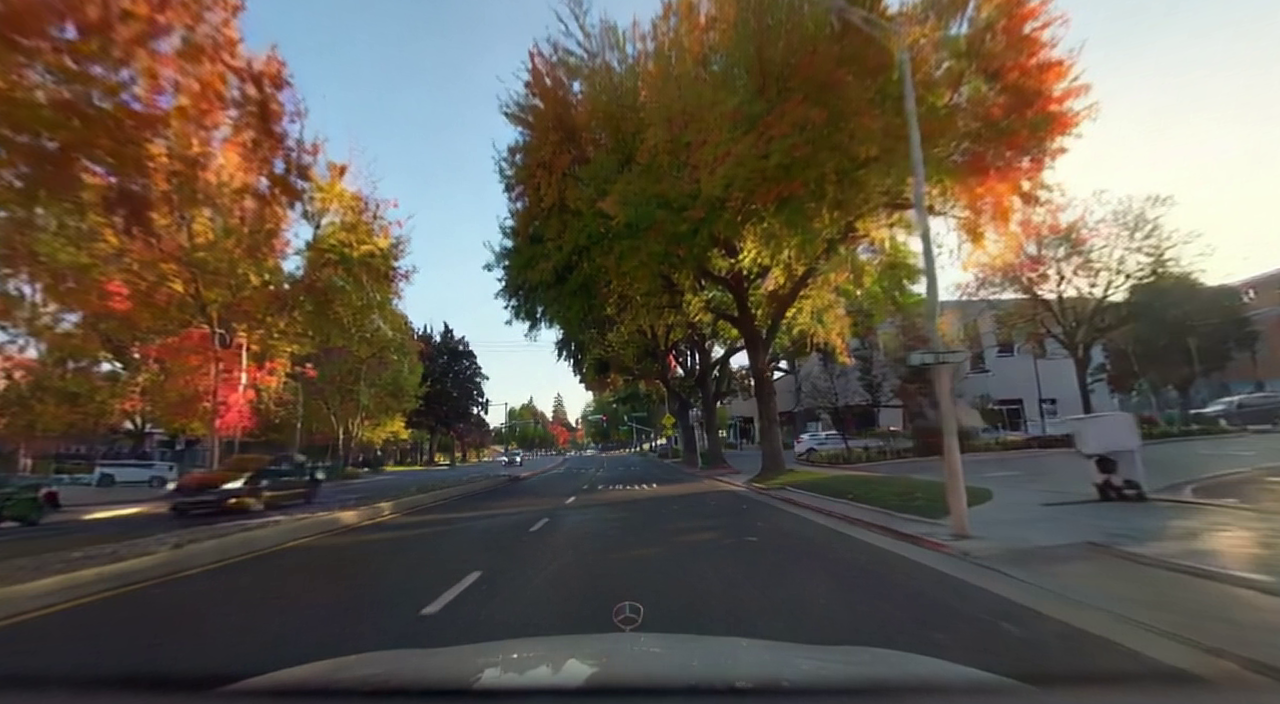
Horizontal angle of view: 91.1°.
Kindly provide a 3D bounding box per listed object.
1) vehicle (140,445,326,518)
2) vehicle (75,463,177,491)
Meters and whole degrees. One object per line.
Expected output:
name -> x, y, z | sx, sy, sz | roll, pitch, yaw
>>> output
vehicle -> -11.103, 3.514, 17.672 | 2.075, 1.765, 4.684 | 0, -9, 0
vehicle -> -29.136, 7.084, 35.678 | 3.990, 1.514, 1.892 | 0, -9, -2
